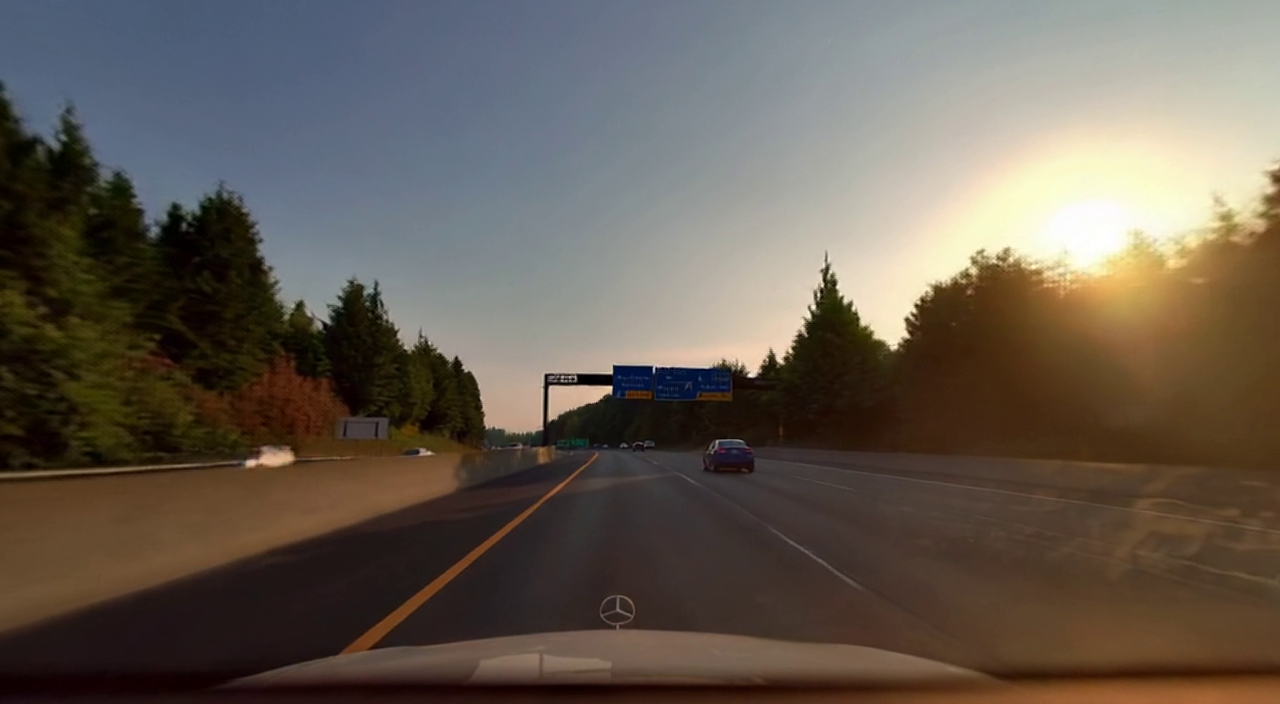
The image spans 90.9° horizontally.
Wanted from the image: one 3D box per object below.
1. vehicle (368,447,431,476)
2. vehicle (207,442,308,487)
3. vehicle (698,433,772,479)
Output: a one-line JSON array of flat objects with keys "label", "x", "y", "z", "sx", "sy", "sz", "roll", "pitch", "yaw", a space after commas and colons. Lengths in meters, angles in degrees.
[{"label": "vehicle", "x": -13.595, "y": 6.196, "z": 35.900, "sx": 1.951, "sy": 1.474, "sz": 4.413, "roll": 0, "pitch": -8, "yaw": -2}, {"label": "vehicle", "x": -16.989, "y": 4.956, "z": 28.264, "sx": 1.910, "sy": 1.796, "sz": 4.280, "roll": 0, "pitch": -8, "yaw": -2}, {"label": "vehicle", "x": 3.437, "y": 3.835, "z": 23.618, "sx": 1.958, "sy": 1.526, "sz": 4.227, "roll": 0, "pitch": -8, "yaw": -3}]
